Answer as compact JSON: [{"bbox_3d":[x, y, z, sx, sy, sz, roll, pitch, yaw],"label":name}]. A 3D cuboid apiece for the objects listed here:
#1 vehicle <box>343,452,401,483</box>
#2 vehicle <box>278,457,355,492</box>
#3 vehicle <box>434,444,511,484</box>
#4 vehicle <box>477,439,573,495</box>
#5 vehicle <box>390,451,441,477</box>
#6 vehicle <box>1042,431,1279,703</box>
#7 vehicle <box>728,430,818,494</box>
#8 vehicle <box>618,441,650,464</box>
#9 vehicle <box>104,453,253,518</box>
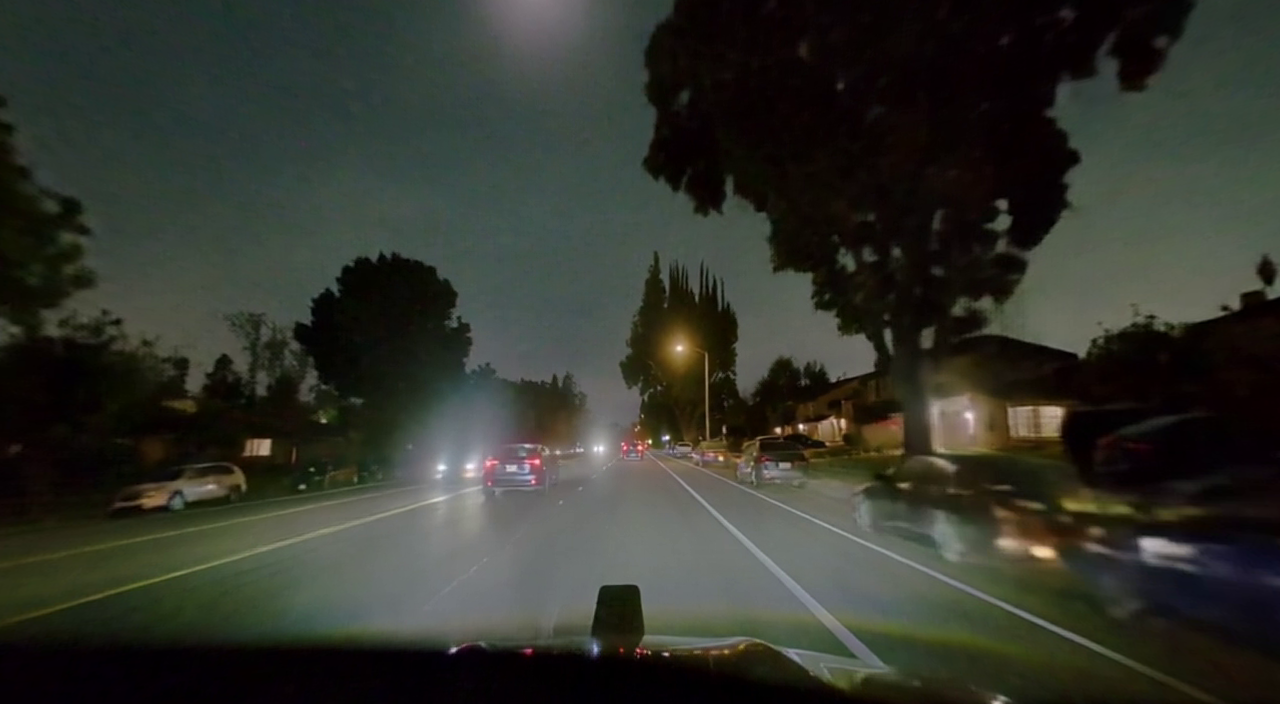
[{"bbox_3d":[-14.547,6.307,34.454,1.681,1.419,3.859,-5,-10,-4],"label":"vehicle"},{"bbox_3d":[-14.849,5.617,29.217,1.626,1.439,3.682,0,-8,0],"label":"vehicle"},{"bbox_3d":[-6.713,4.525,25.865,1.944,1.466,4.487,0,-8,0],"label":"vehicle"},{"bbox_3d":[-3.290,3.402,19.086,2.027,1.477,4.413,0,-8,1],"label":"vehicle"},{"bbox_3d":[-14.669,7.359,41.519,1.811,1.433,4.564,-6,-9,-2],"label":"vehicle"},{"bbox_3d":[4.316,1.097,2.905,1.944,1.470,4.530,0,-8,0],"label":"vehicle"},{"bbox_3d":[4.075,3.450,20.135,1.943,1.788,4.462,0,-8,1],"label":"vehicle"},{"bbox_3d":[-0.386,6.886,43.446,2.088,1.495,4.048,0,-8,0],"label":"vehicle"},{"bbox_3d":[-14.730,4.223,20.500,1.945,1.613,3.983,-6,-8,-1],"label":"vehicle"}]
